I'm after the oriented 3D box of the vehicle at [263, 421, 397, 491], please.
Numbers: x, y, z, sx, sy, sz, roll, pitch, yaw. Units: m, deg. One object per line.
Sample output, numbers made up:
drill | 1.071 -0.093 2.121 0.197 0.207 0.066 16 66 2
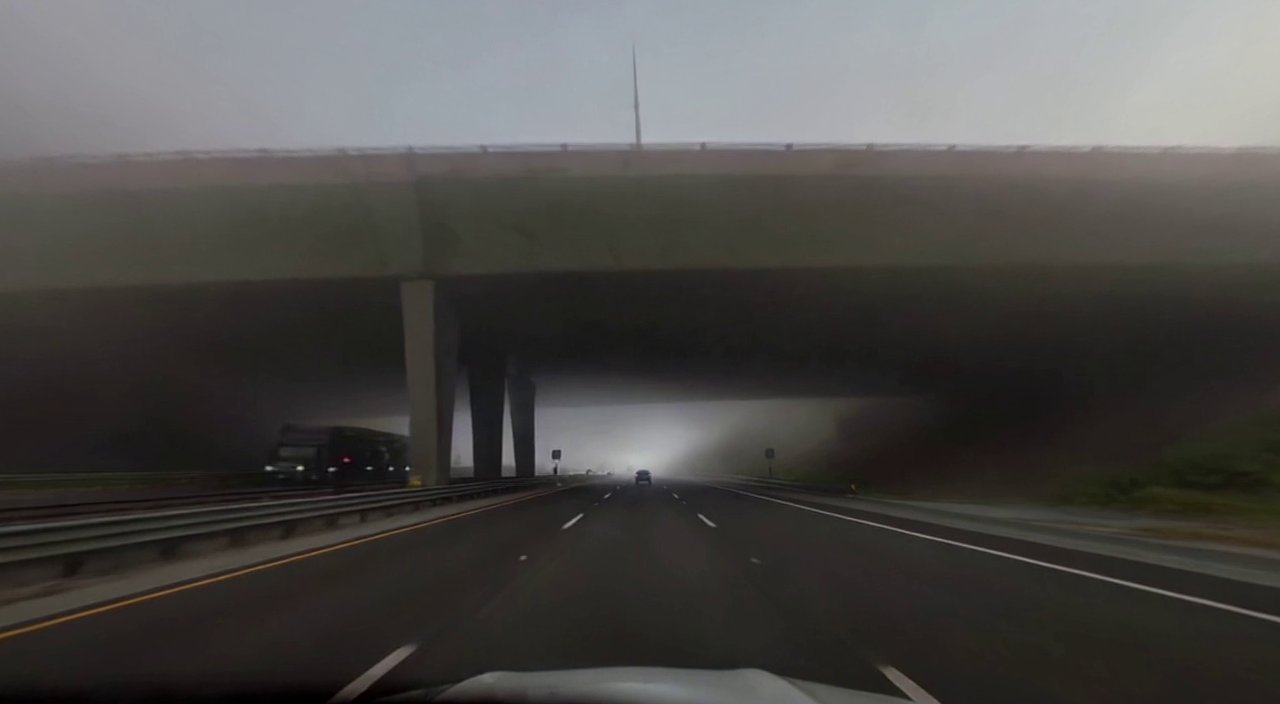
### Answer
vehicle | -19.588 6.854 40.844 2.981 3.841 10.691 0 -11 1
